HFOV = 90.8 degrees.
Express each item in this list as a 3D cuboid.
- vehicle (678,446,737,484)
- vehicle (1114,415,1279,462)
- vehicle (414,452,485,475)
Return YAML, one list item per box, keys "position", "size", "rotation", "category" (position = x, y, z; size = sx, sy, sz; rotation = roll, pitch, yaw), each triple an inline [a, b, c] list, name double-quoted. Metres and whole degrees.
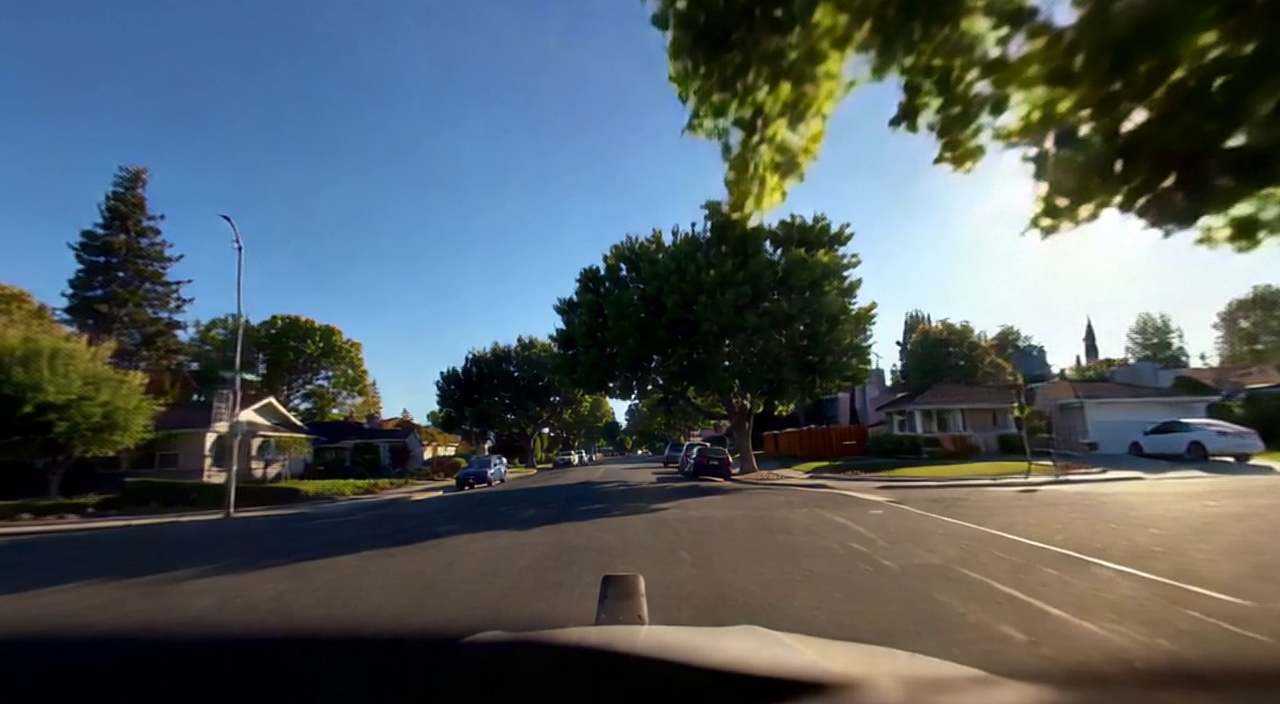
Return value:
- position: [2.815, 4.809, 27.290]
  size: [1.881, 1.487, 4.183]
  rotation: [0, -9, -3]
  category: "vehicle"
- position: [19.371, 3.089, 22.278]
  size: [1.839, 1.466, 4.486]
  rotation: [0, -9, 0]
  category: "vehicle"
- position: [-13.466, 7.878, 44.924]
  size: [4.423, 1.522, 1.961]
  rotation: [0, -9, -1]
  category: "vehicle"
